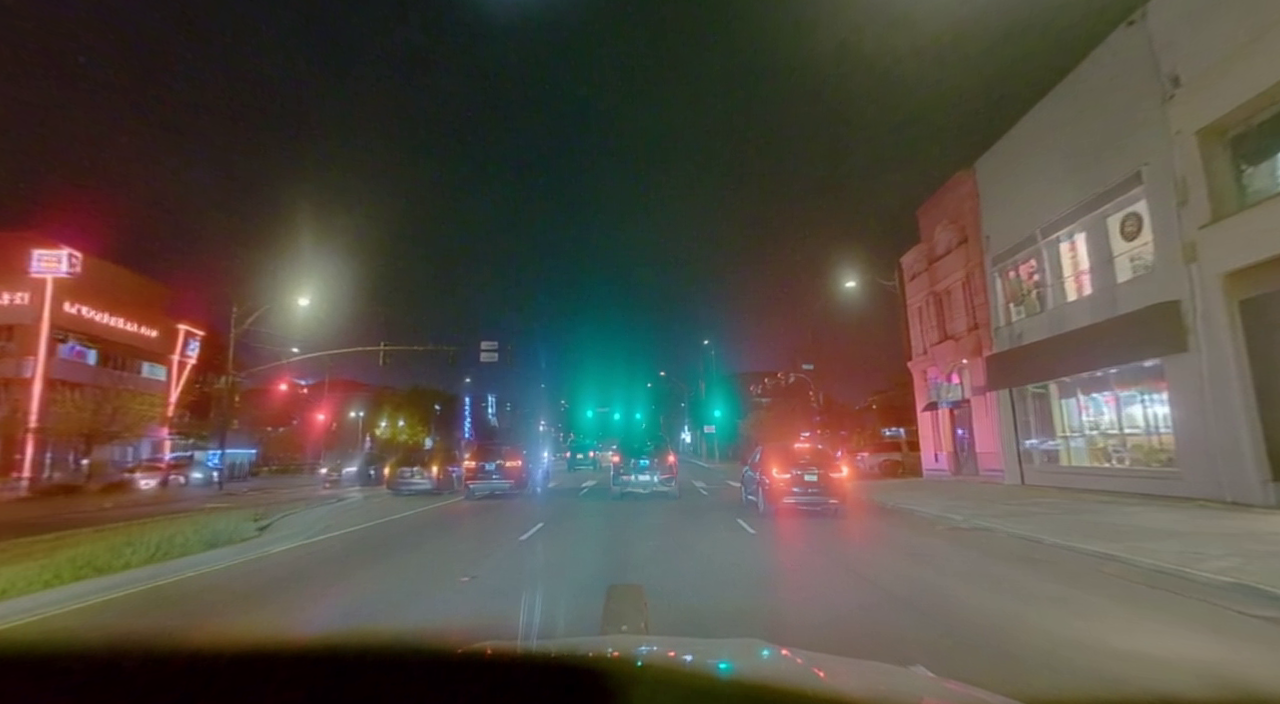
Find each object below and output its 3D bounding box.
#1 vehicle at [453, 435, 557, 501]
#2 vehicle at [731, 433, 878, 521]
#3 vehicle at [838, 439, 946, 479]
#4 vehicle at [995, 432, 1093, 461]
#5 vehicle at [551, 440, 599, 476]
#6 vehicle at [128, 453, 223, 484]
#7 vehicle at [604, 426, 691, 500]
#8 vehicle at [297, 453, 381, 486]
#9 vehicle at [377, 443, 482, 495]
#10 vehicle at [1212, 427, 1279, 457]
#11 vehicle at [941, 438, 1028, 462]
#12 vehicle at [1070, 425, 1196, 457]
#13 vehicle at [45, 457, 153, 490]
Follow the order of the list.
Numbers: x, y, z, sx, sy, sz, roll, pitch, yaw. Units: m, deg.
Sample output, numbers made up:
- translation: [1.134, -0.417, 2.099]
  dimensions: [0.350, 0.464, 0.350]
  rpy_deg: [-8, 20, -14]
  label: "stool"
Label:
- translation: [-3.642, 3.205, 17.827]
  dimensions: [1.886, 1.599, 4.247]
  rpy_deg: [0, -8, 1]
  label: "vehicle"
- translation: [3.151, 2.477, 13.076]
  dimensions: [2.030, 1.492, 4.383]
  rpy_deg: [0, -9, 2]
  label: "vehicle"
- translation: [10.211, 4.279, 25.420]
  dimensions: [4.566, 1.457, 1.986]
  rpy_deg: [7, -11, -39]
  label: "vehicle"
- translation: [23.086, 5.425, 36.159]
  dimensions: [4.236, 1.617, 1.832]
  rpy_deg: [-1, -9, 10]
  label: "vehicle"
- translation: [-3.151, 5.250, 31.360]
  dimensions: [1.894, 1.642, 3.861]
  rpy_deg: [0, -8, 1]
  label: "vehicle"
- translation: [-27.683, 6.934, 37.658]
  dimensions: [4.221, 1.703, 1.930]
  rpy_deg: [-1, -9, 4]
  label: "vehicle"
- translation: [0.213, 2.969, 17.246]
  dimensions: [2.075, 1.770, 4.018]
  rpy_deg: [0, -8, 1]
  label: "vehicle"
- translation: [-14.767, 5.762, 31.223]
  dimensions: [1.857, 1.440, 4.499]
  rpy_deg: [0, -9, 1]
  label: "vehicle"
- translation: [-6.632, 3.704, 20.361]
  dimensions: [1.852, 1.495, 4.211]
  rpy_deg: [0, -9, 1]
  label: "vehicle"
- translation: [36.973, 5.258, 36.939]
  dimensions: [4.409, 1.696, 2.180]
  rpy_deg: [-2, -9, 13]
  label: "vehicle"
- translation: [21.511, 6.154, 39.502]
  dimensions: [4.315, 1.461, 1.803]
  rpy_deg: [-1, -9, 6]
  label: "vehicle"
- translation: [29.751, 5.425, 38.200]
  dimensions: [5.516, 1.780, 2.064]
  rpy_deg: [-2, -10, 9]
  label: "vehicle"
- translation: [-29.740, 6.639, 34.712]
  dimensions: [4.337, 1.690, 1.875]
  rpy_deg: [-1, -9, 5]
  label: "vehicle"
